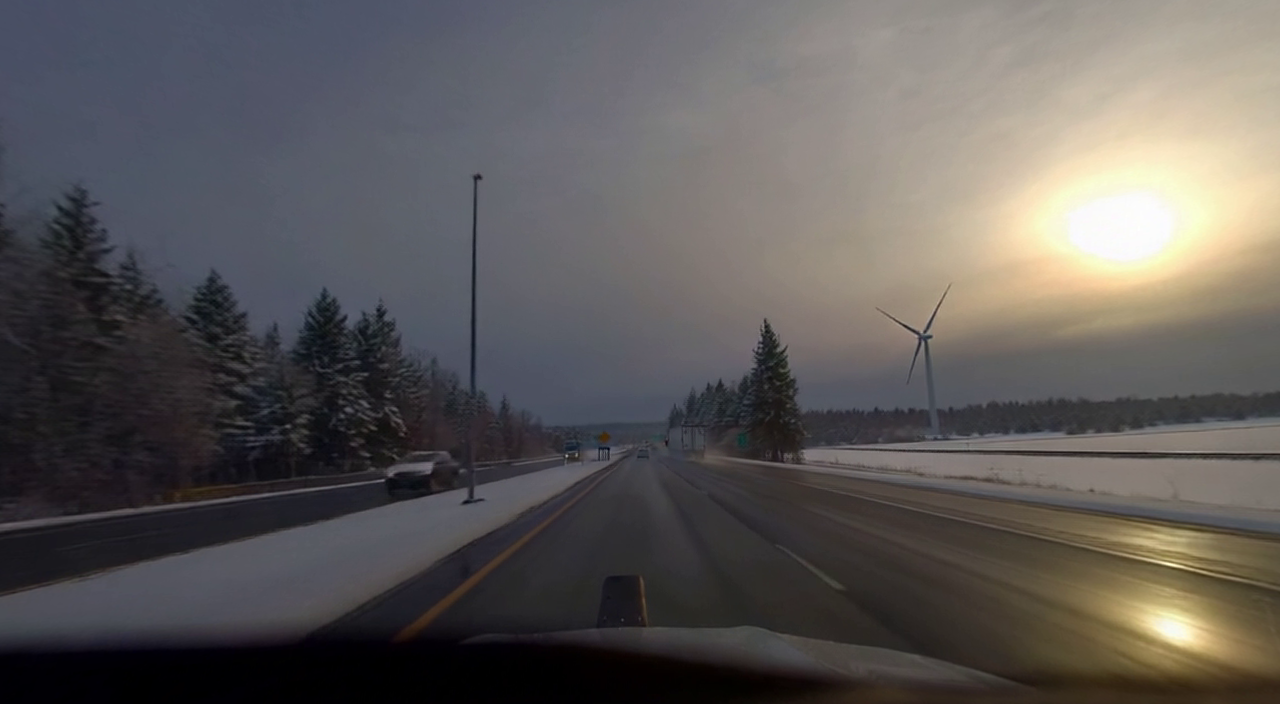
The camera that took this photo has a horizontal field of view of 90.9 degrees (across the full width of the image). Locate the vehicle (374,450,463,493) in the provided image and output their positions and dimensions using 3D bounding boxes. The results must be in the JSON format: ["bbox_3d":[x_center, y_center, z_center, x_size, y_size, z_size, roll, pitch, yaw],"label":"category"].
[{"bbox_3d":[-8.990,4.867,26.033,2.015,1.591,4.542,0,-9,0],"label":"vehicle"}]
